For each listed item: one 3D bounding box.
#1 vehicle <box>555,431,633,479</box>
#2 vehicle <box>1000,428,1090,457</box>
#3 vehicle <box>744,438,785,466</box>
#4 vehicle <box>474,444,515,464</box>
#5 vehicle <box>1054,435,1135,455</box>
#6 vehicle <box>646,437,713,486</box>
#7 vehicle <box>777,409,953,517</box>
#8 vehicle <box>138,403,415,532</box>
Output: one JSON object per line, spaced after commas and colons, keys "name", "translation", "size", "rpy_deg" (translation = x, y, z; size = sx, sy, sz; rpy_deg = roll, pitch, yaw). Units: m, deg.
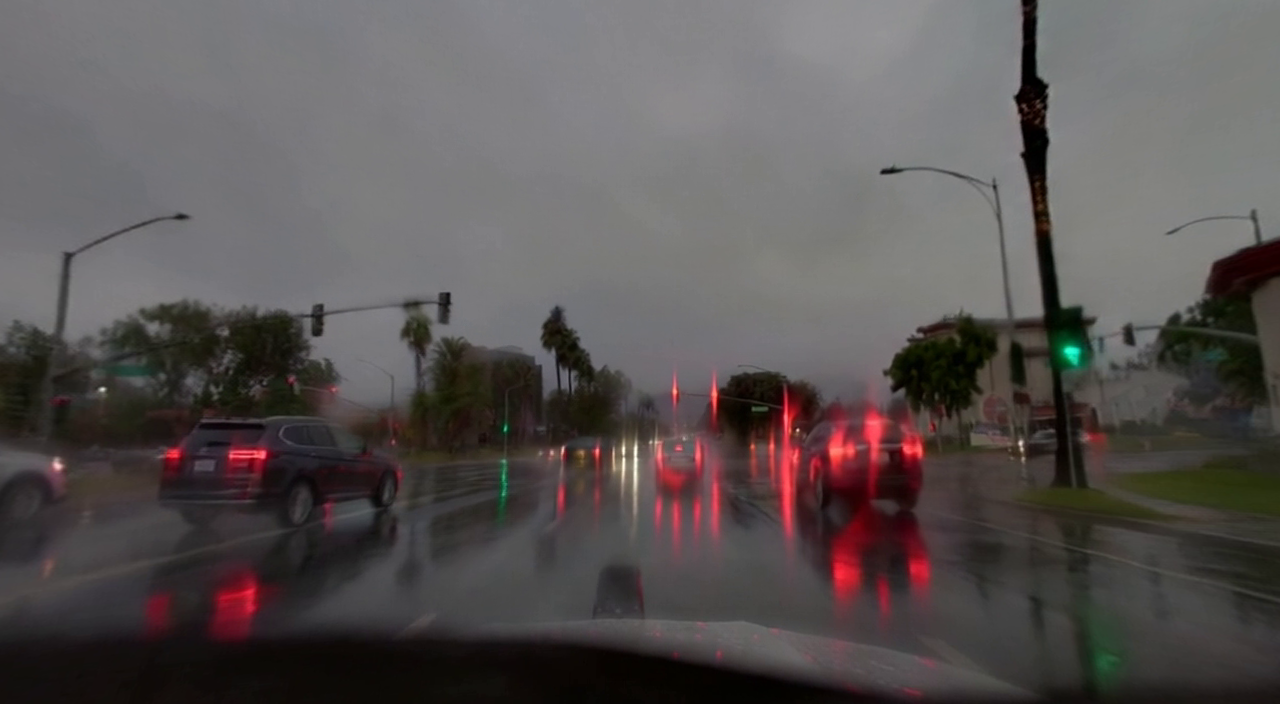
{"name": "vehicle", "translation": [-1.728, 4.142, 25.648], "size": [2.088, 1.746, 4.650], "rpy_deg": [-1, -8, 10]}
{"name": "vehicle", "translation": [27.318, 6.160, 42.723], "size": [4.557, 1.848, 2.008], "rpy_deg": [-2, -9, 11]}
{"name": "vehicle", "translation": [7.253, 5.836, 37.196], "size": [2.149, 1.532, 4.168], "rpy_deg": [-1, -8, 9]}
{"name": "vehicle", "translation": [-10.800, 7.492, 46.624], "size": [1.918, 1.443, 4.612], "rpy_deg": [4, -9, -26]}
{"name": "vehicle", "translation": [34.483, 7.067, 48.029], "size": [4.517, 1.491, 1.858], "rpy_deg": [-2, -8, 10]}
{"name": "vehicle", "translation": [1.443, 3.687, 21.612], "size": [2.057, 1.492, 3.825], "rpy_deg": [-1, -8, 7]}
{"name": "vehicle", "translation": [4.628, 2.387, 14.078], "size": [2.267, 1.931, 5.145], "rpy_deg": [-1, -8, 3]}
{"name": "vehicle", "translation": [-6.251, 2.048, 11.762], "size": [2.127, 1.888, 4.637], "rpy_deg": [-1, -8, 4]}
